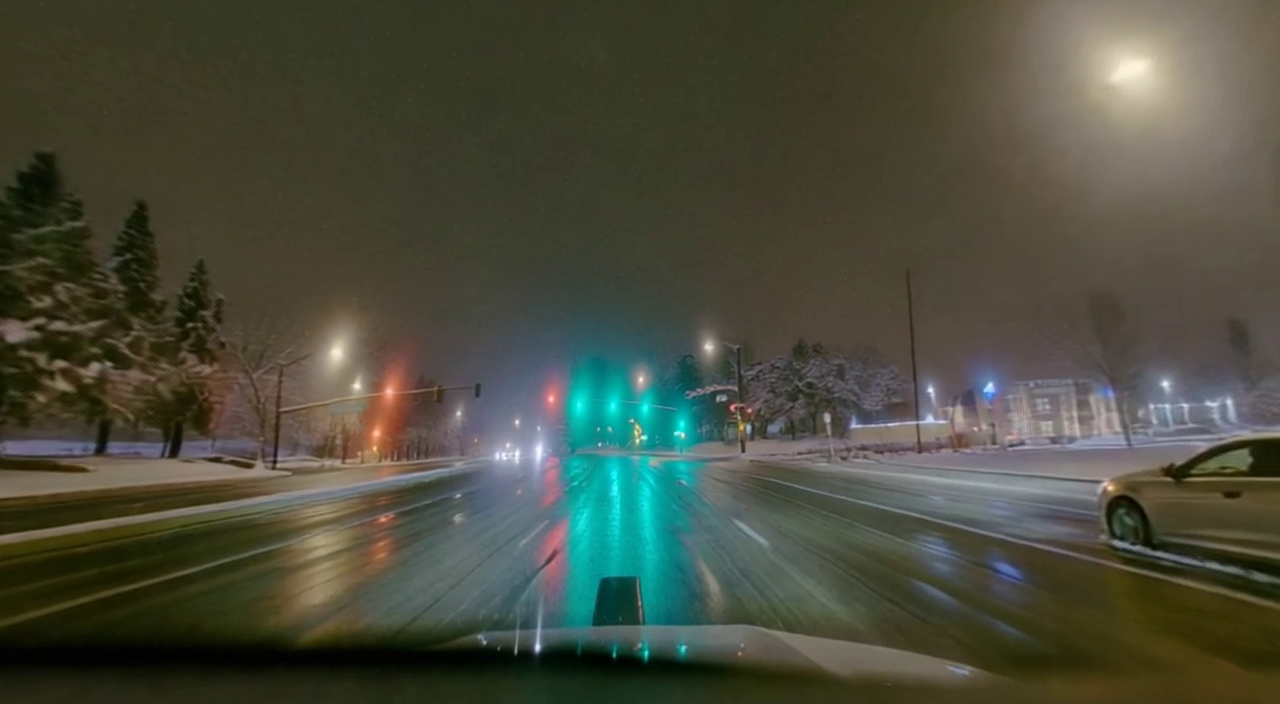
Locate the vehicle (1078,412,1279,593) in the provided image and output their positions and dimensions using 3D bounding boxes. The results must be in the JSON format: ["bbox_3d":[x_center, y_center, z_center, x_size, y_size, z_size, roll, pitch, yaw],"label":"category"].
[{"bbox_3d":[6.351,1.253,5.284,2.070,1.491,4.575,0,-8,0],"label":"vehicle"}]
